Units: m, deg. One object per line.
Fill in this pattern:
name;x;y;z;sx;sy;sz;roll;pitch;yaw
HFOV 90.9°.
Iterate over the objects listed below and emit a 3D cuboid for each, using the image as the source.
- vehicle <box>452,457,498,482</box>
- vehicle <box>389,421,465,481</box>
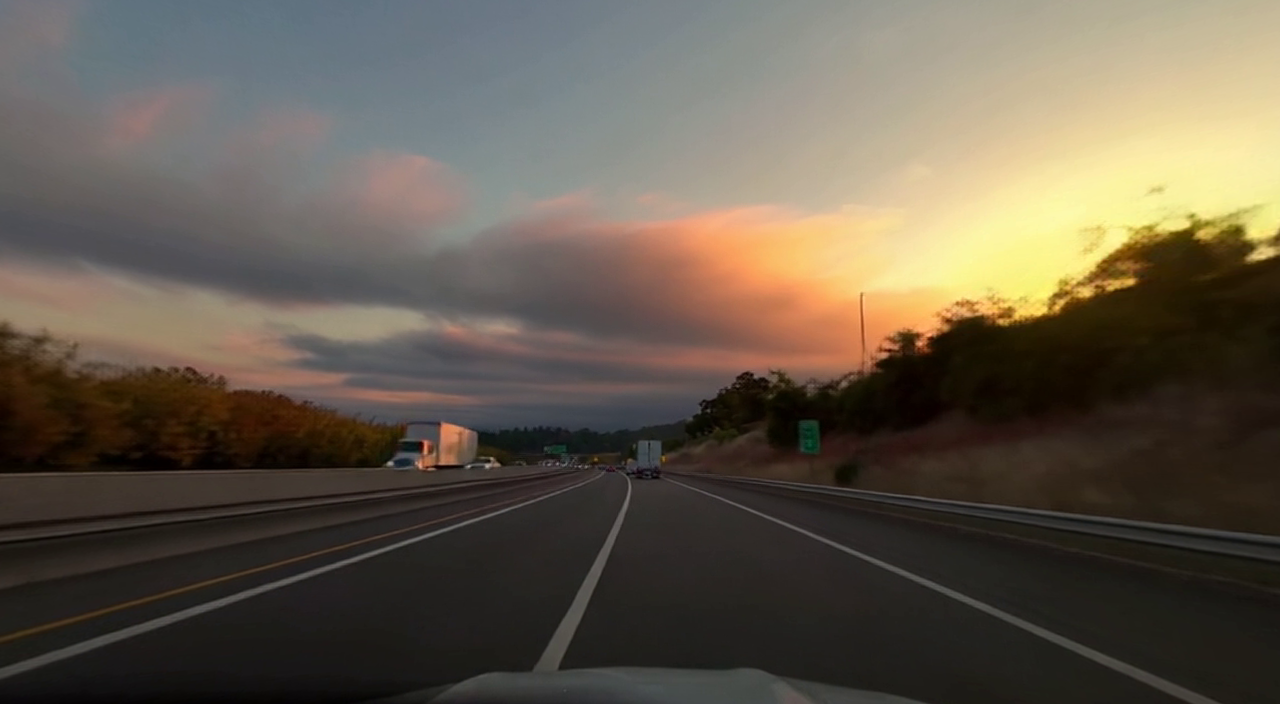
vehicle;-11.321;8.104;43.485;1.919;1.589;4.558;1;-11;-1
vehicle;-15.632;7.390;46.741;3.462;4.089;5.413;1;-11;0
